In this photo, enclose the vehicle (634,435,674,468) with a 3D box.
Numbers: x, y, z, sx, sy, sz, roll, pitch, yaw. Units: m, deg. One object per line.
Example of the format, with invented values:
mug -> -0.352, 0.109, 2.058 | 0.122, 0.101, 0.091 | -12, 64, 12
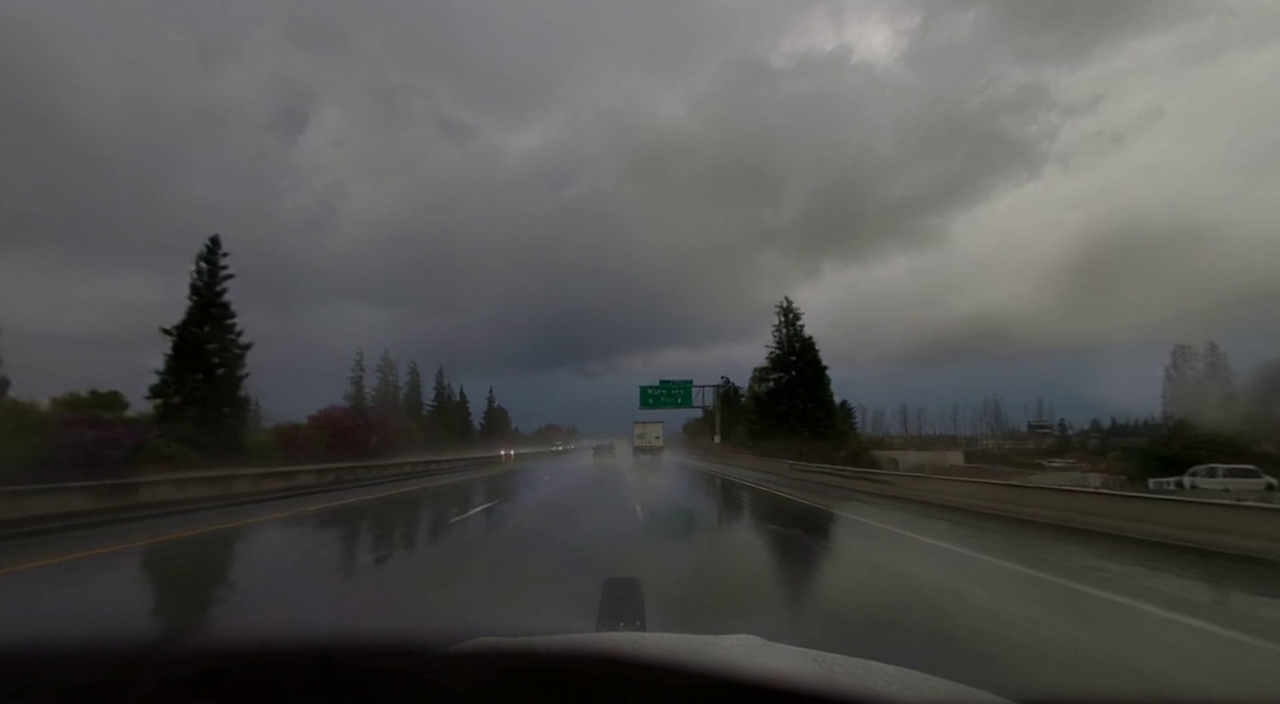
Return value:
vehicle -> 0.792, 6.227, 39.554 | 2.139, 1.925, 4.312 | 0, -9, -4
